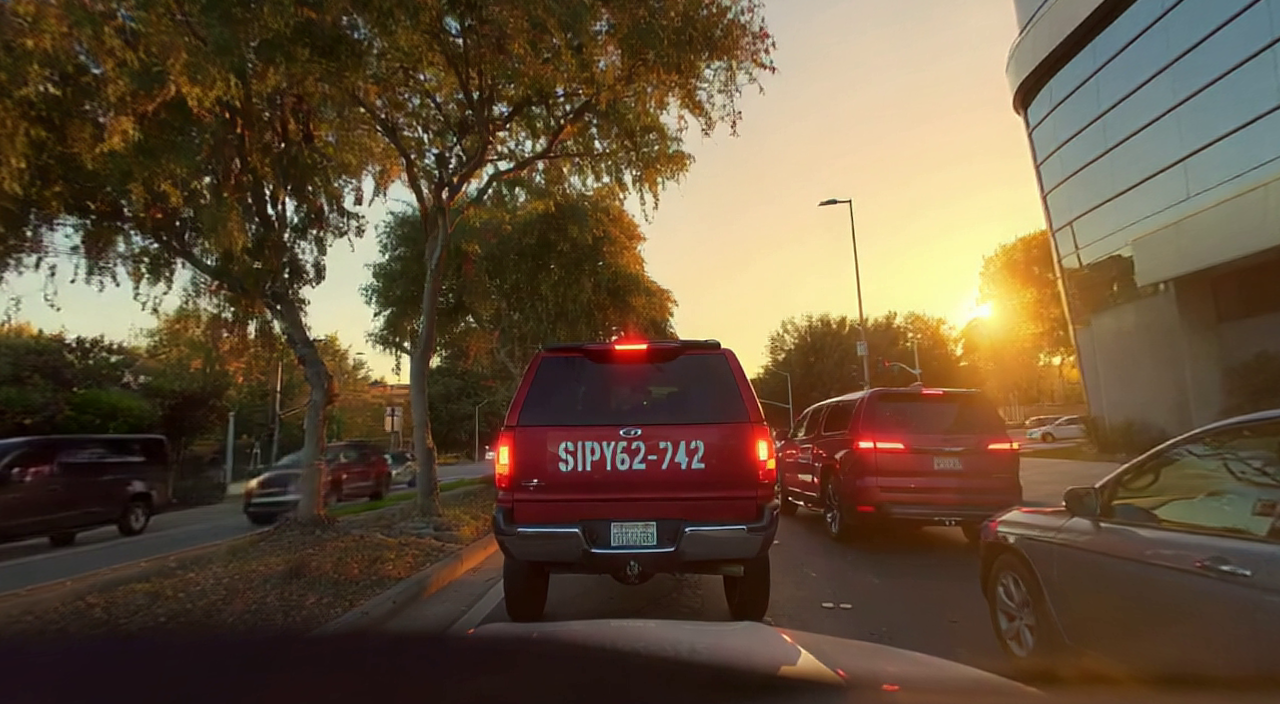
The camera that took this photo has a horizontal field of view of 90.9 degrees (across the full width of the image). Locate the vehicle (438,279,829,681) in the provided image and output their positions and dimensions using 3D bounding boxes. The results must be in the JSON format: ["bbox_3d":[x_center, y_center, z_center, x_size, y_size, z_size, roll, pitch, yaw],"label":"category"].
[{"bbox_3d":[0.017,1.037,5.981,2.267,2.372,4.366,0,-8,2],"label":"vehicle"}]

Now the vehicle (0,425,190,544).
[{"bbox_3d":[-16.120,3.541,17.400,2.741,2.730,6.221,-3,-8,0],"label":"vehicle"}]

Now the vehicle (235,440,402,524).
[{"bbox_3d":[-9.052,3.650,18.406,2.126,2.027,5.018,-2,-9,1],"label":"vehicle"}]

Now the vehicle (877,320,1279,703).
[{"bbox_3d":[3.083,0.988,3.468,2.022,1.700,4.410,0,-8,3],"label":"vehicle"}]
